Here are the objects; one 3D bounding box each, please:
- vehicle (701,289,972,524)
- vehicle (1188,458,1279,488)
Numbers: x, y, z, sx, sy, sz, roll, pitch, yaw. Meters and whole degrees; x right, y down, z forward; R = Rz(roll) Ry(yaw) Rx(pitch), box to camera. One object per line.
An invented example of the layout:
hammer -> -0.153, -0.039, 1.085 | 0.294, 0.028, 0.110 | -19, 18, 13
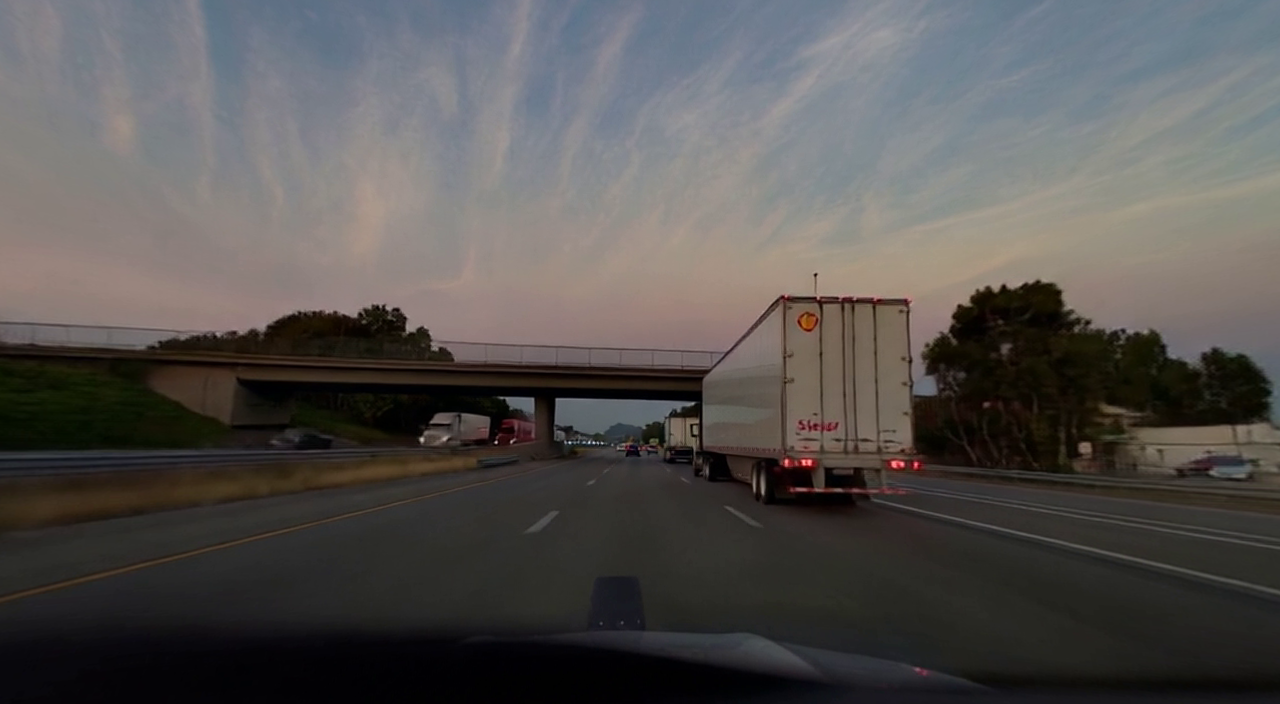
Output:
vehicle -> 3.957, 1.938, 17.677 | 2.922, 3.987, 14.038 | 0, -9, -1
vehicle -> 39.276, 7.934, 41.570 | 1.939, 1.708, 4.755 | 0, -9, 2
